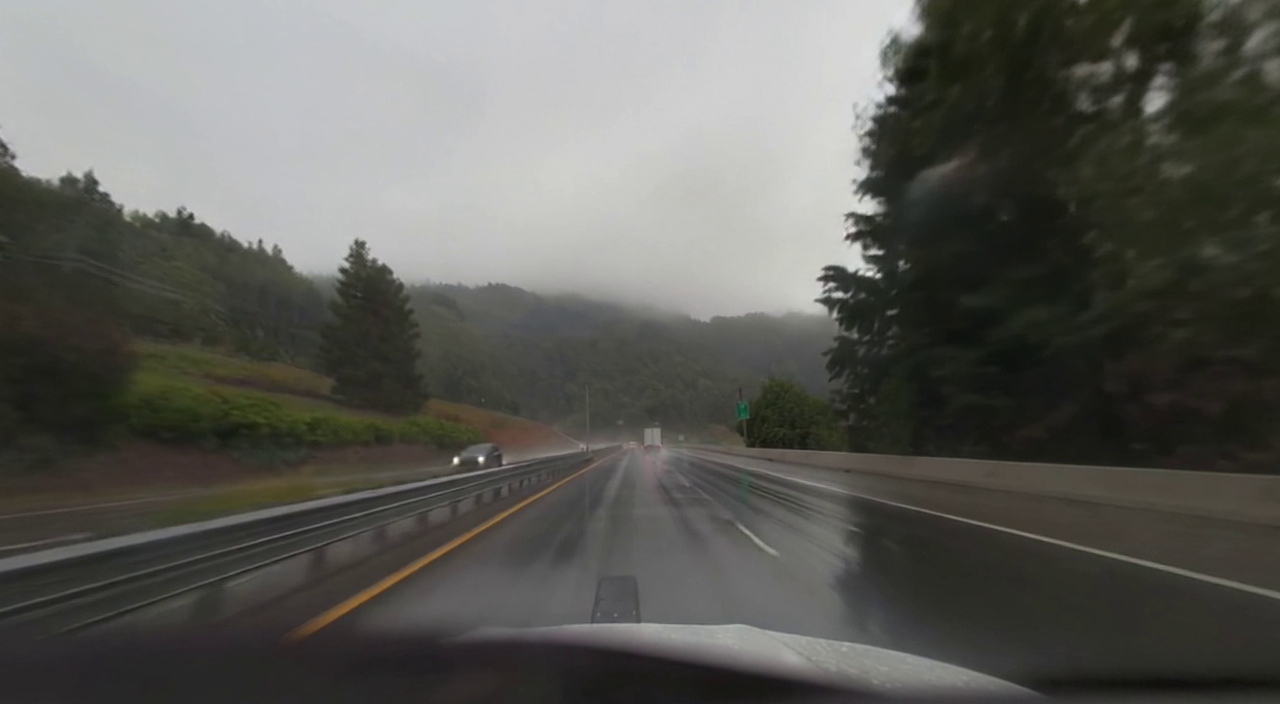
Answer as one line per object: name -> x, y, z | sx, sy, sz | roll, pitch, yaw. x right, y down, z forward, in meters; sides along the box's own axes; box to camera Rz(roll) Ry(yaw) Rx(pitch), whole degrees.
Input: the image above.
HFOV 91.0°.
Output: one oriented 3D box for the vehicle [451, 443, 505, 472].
vehicle -> -9.578, 6.255, 37.580 | 2.021, 1.549, 4.467 | 0, -8, -1
